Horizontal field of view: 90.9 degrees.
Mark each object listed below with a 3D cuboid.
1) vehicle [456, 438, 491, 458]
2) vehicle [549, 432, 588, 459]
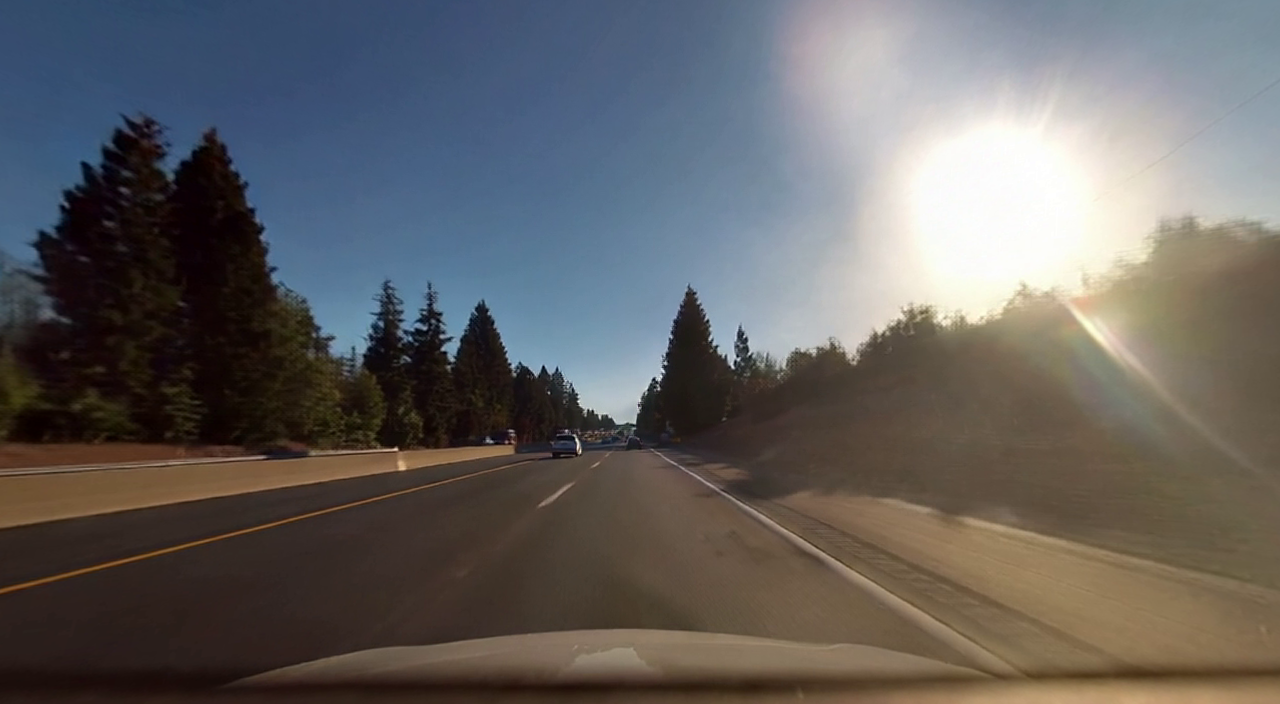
[{"bbox_3d":[-12.839,7.410,48.806,1.760,1.434,3.811,0,-7,-1],"label":"vehicle"},{"bbox_3d":[-4.497,5.927,40.256,2.003,1.626,4.256,0,-8,0],"label":"vehicle"}]
